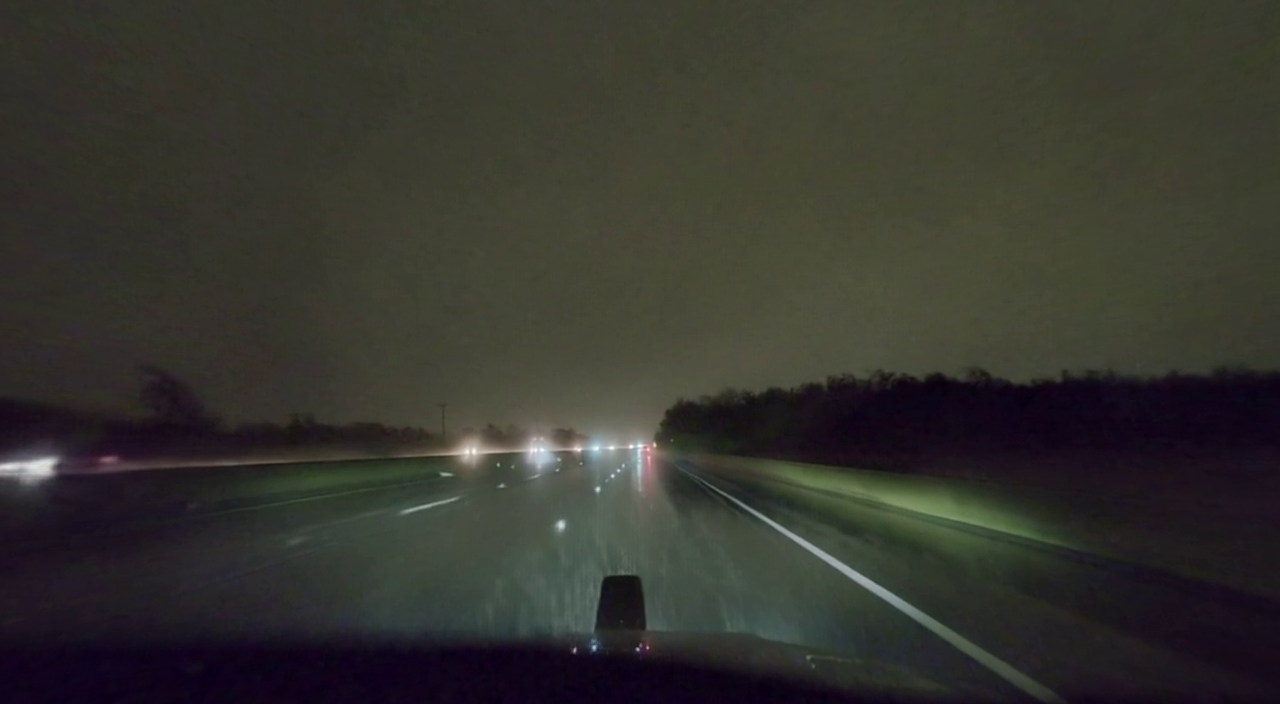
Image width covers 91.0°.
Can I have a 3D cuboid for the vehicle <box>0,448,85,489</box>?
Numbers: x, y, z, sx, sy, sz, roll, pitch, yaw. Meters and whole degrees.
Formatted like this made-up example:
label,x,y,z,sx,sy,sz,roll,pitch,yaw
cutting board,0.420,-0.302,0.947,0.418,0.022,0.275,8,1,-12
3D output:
label,x,y,z,sx,sy,sz,roll,pitch,yaw
vehicle,-31.088,5.777,31.487,2.071,1.866,4.912,0,-9,0
